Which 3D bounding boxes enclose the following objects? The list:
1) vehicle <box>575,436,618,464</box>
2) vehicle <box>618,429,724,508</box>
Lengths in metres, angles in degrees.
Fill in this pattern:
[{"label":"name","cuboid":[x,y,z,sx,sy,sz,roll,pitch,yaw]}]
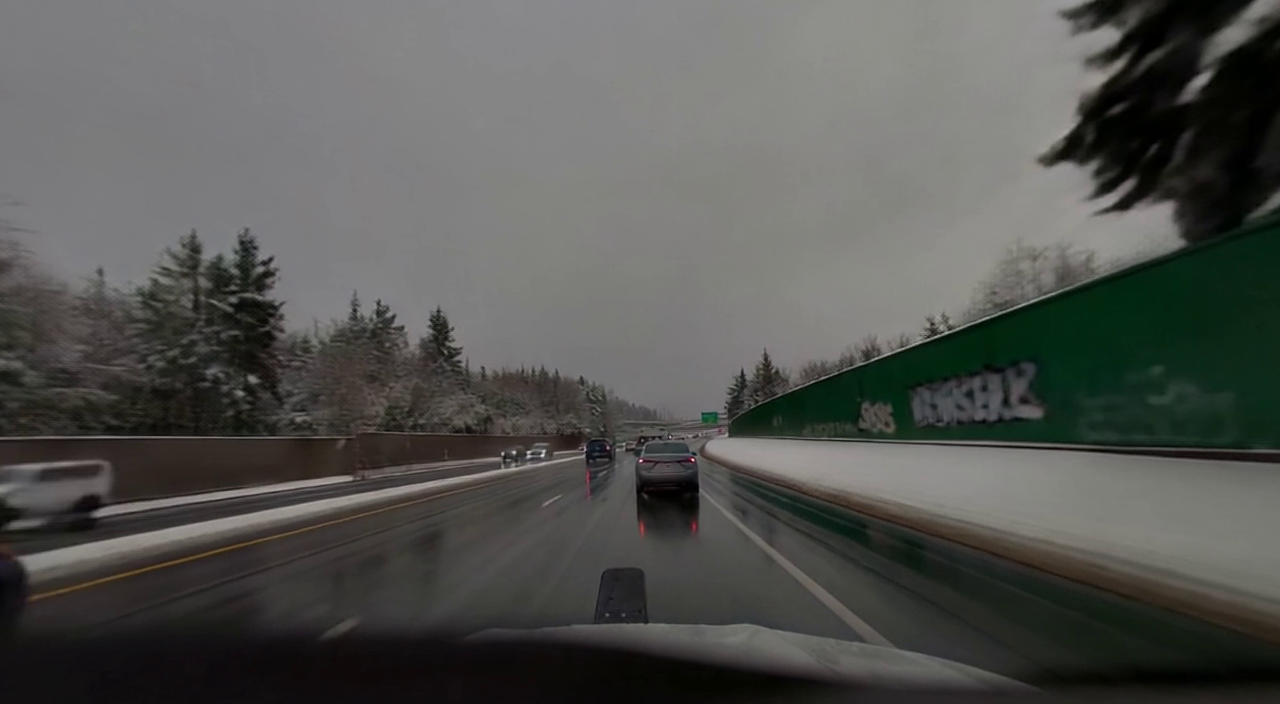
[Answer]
[{"label":"vehicle","cuboid":[-2.554,5.898,37.967,2.105,1.571,3.727,-1,-8,3]},{"label":"vehicle","cuboid":[0.631,2.578,14.369,2.077,1.533,3.854,0,-8,1]}]
